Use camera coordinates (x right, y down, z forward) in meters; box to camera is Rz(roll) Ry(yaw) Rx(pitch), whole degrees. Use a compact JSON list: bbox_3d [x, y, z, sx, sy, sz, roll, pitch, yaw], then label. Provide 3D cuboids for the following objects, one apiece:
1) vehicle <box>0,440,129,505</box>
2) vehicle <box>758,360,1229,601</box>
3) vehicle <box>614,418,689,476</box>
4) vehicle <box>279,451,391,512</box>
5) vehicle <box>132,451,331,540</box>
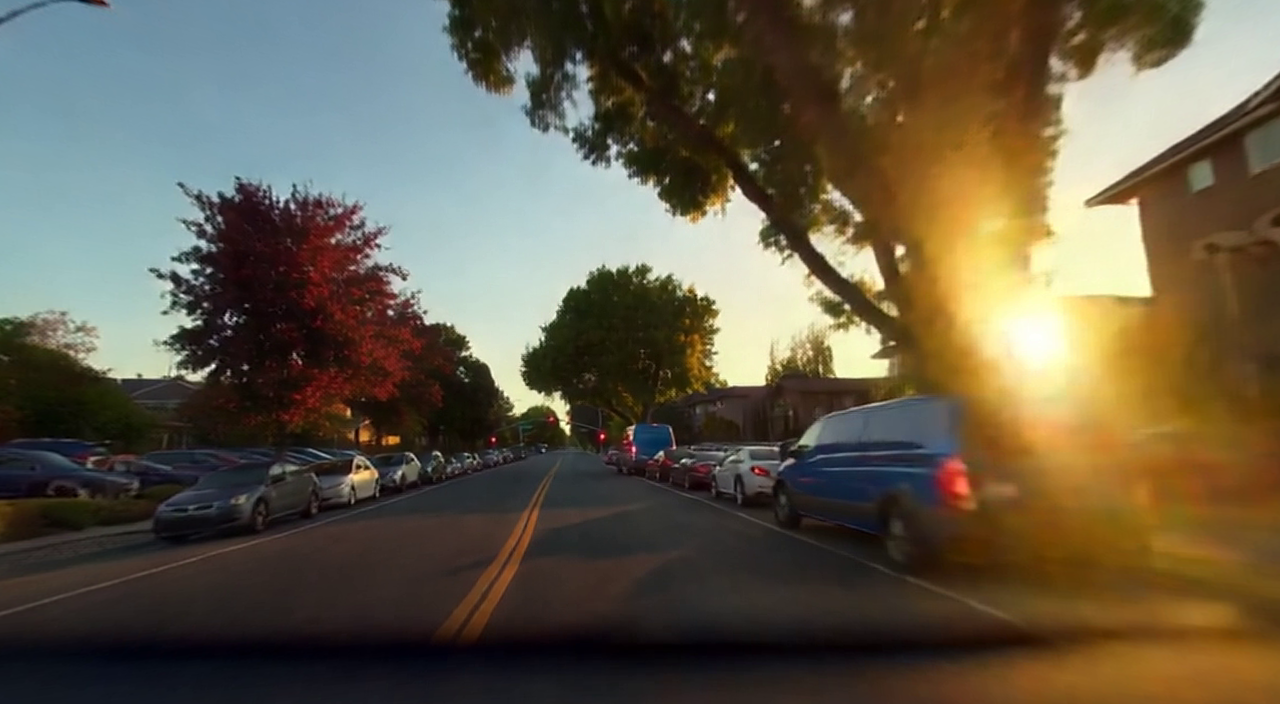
[{"bbox_3d":[-17.606,3.387,17.790,4.422,1.689,2.021,0,-9,-6],"label":"vehicle"},{"bbox_3d":[3.669,1.579,8.766,2.309,2.035,6.647,0,-9,-4],"label":"vehicle"},{"bbox_3d":[0.458,5.316,35.411,3.089,2.882,6.770,1,-9,-9],"label":"vehicle"},{"bbox_3d":[-8.823,3.718,18.614,1.775,1.433,4.011,-1,-8,-8],"label":"vehicle"},{"bbox_3d":[-8.331,2.891,13.412,1.950,1.489,4.214,0,-9,-9],"label":"vehicle"}]
